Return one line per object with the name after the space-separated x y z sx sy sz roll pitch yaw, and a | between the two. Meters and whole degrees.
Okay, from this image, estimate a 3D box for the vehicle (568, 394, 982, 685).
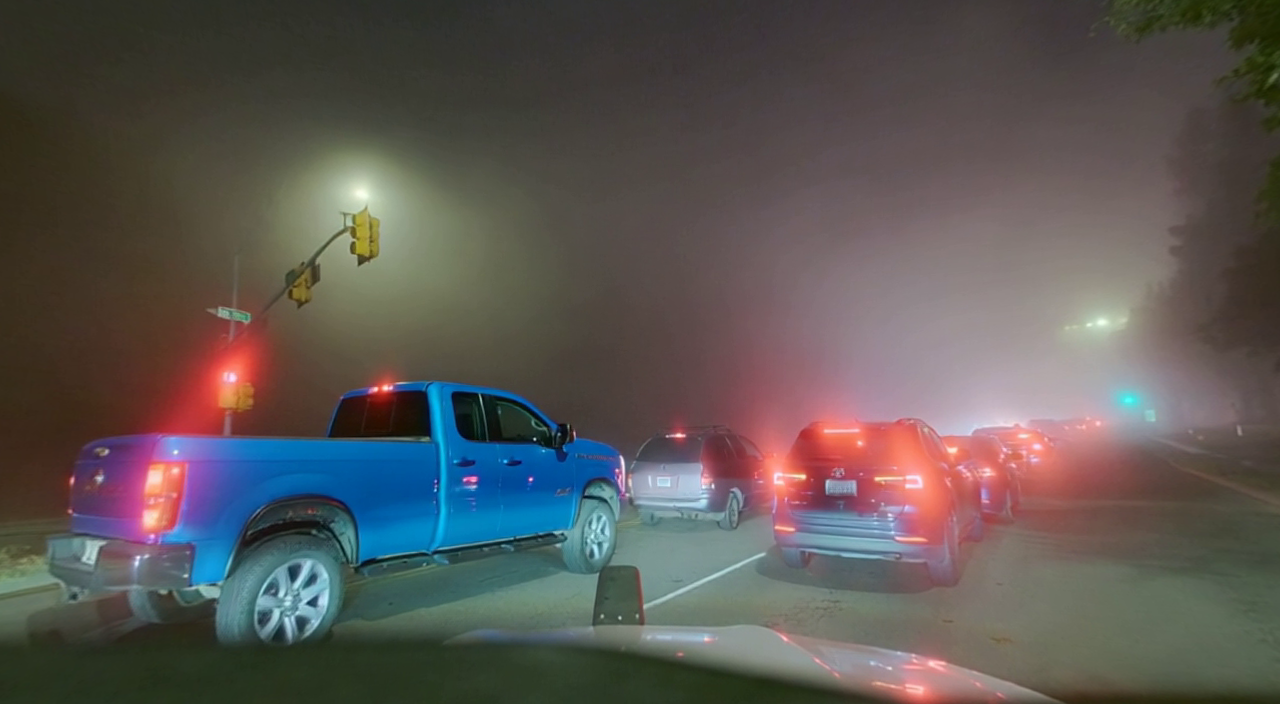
1.702 1.378 5.985 2.027 1.549 4.801 -6 -10 35 | vehicle

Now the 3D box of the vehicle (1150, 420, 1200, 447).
35.713 5.488 42.225 2.183 1.714 4.491 -6 -11 37 | vehicle

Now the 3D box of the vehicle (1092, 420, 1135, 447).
32.743 5.680 43.751 2.160 1.790 4.303 -6 -10 35 | vehicle

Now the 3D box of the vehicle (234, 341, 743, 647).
-0.885 1.399 7.464 2.272 2.016 6.146 -4 -9 27 | vehicle
